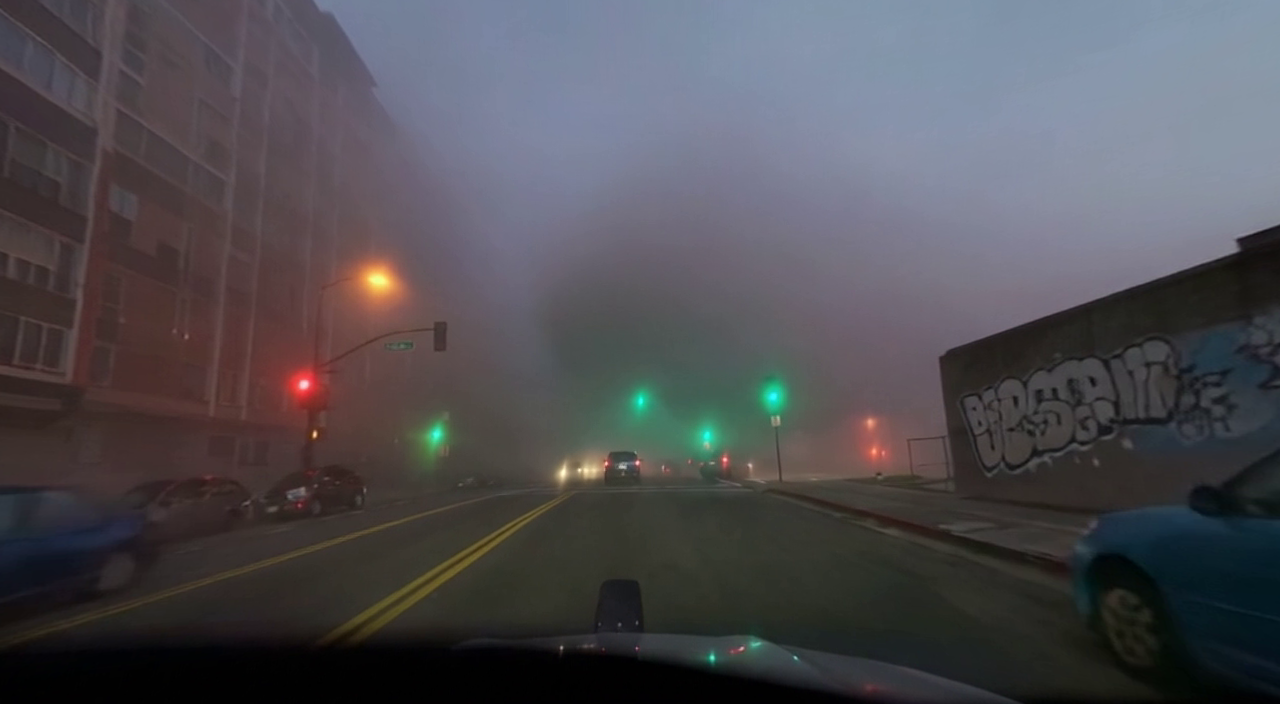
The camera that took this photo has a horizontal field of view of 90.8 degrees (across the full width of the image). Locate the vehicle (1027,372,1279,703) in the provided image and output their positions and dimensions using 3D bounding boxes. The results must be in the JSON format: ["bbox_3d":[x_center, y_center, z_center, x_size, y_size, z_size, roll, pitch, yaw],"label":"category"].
[{"bbox_3d":[4.071,0.914,2.587,2.025,1.758,4.463,0,-8,-2],"label":"vehicle"}]

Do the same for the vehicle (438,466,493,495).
[{"bbox_3d":[-10.877,8.031,39.695,2.070,1.476,4.508,-1,-8,1],"label":"vehicle"}]

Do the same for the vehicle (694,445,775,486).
[{"bbox_3d":[4.590,5.337,30.220,2.207,1.761,4.292,-6,-10,32],"label":"vehicle"}]

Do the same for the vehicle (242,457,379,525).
[{"bbox_3d":[-11.016,4.616,21.601,2.199,1.717,4.888,-5,-8,-2],"label":"vehicle"}]

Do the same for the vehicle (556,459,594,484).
[{"bbox_3d":[-4.359,8.113,43.032,2.095,1.447,4.202,0,-8,0],"label":"vehicle"}]

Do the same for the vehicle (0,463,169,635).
[{"bbox_3d":[-6.510,1.732,5.228,2.040,1.402,4.237,-2,-8,-1],"label":"vehicle"}]

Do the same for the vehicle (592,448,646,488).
[{"bbox_3d":[-0.885,5.056,27.888,2.166,1.579,4.300,0,-8,-1],"label":"vehicle"}]
